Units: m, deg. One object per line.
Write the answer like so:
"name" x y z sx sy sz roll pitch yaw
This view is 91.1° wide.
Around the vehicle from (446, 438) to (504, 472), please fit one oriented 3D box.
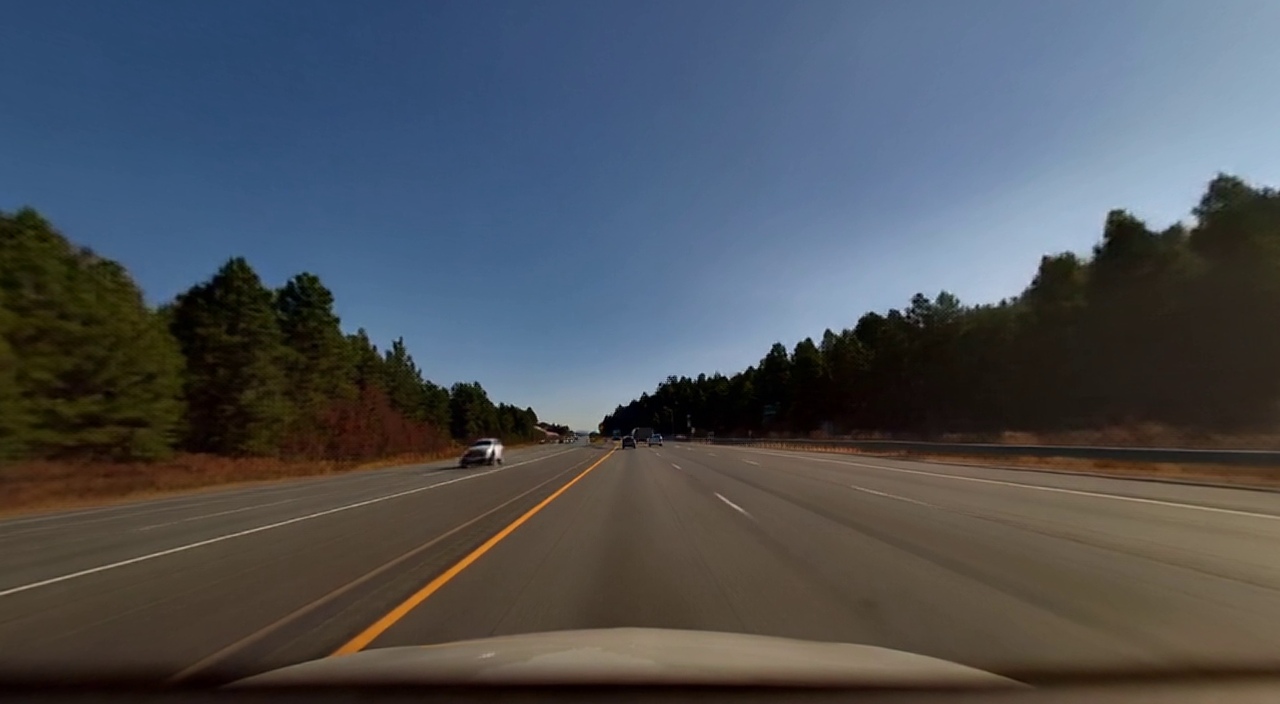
"vehicle" -9.741 6.059 37.500 2.083 1.878 5.006 0 -8 0
